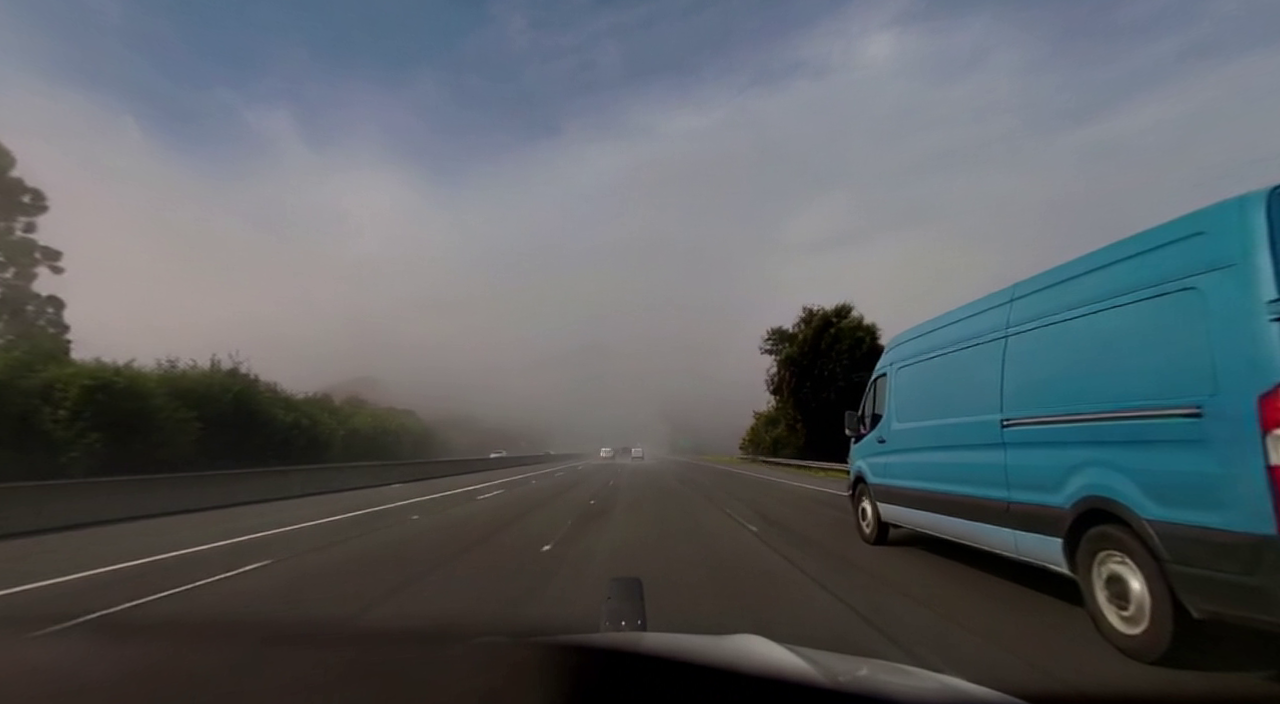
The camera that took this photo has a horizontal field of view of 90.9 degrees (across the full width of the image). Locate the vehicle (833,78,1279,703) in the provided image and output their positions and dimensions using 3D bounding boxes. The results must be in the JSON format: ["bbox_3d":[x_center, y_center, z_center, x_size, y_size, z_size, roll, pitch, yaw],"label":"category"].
[{"bbox_3d":[4.070,0.674,5.596,2.527,2.809,6.831,0,-9,0],"label":"vehicle"}]
